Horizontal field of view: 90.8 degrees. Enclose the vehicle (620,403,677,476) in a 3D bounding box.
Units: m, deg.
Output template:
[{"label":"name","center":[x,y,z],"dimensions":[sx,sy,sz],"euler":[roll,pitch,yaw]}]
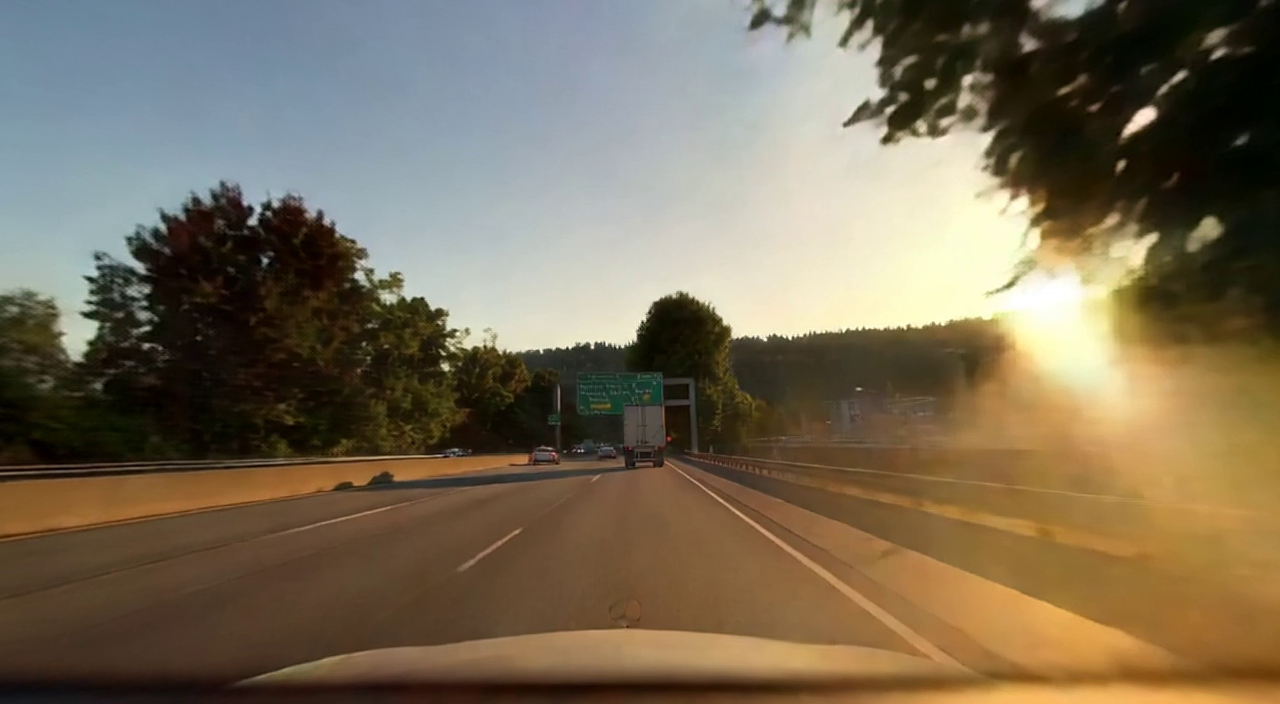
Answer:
[{"label":"vehicle","center":[0.350,5.627,39.679],"dimensions":[2.976,3.800,12.335],"euler":[0,-9,-1]}]
